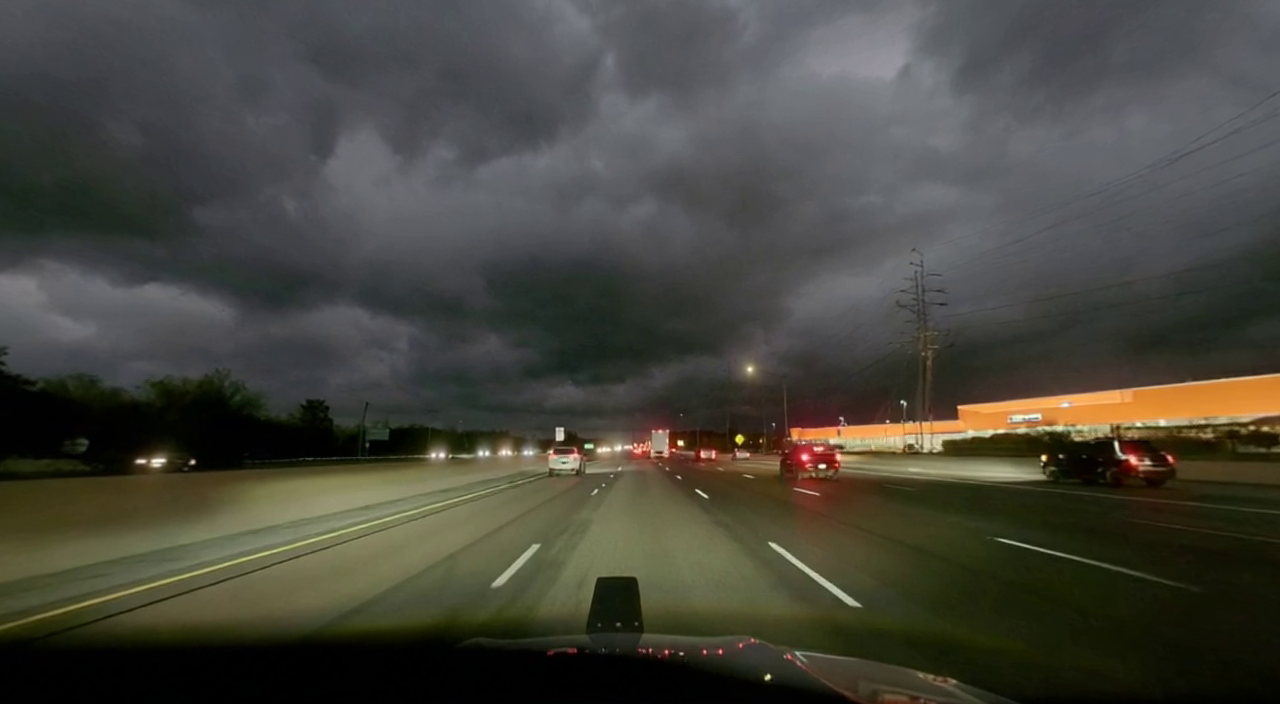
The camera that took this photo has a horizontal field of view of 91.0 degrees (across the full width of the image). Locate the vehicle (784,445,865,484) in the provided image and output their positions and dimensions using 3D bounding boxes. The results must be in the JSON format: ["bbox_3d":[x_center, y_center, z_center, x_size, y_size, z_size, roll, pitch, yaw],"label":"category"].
[{"bbox_3d":[7.682,4.700,26.675,1.980,1.501,4.433,0,-9,-2],"label":"vehicle"}]

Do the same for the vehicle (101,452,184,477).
[{"bbox_3d":[-35.608,8.027,45.231,1.960,1.618,4.852,0,-9,1],"label":"vehicle"}]

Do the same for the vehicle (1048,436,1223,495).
[{"bbox_3d":[16.649,3.805,21.529,2.201,1.785,4.399,1,-9,-3],"label":"vehicle"}]

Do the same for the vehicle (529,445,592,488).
[{"bbox_3d":[-2.999,4.415,24.581,1.929,1.521,4.097,0,-9,0],"label":"vehicle"}]
